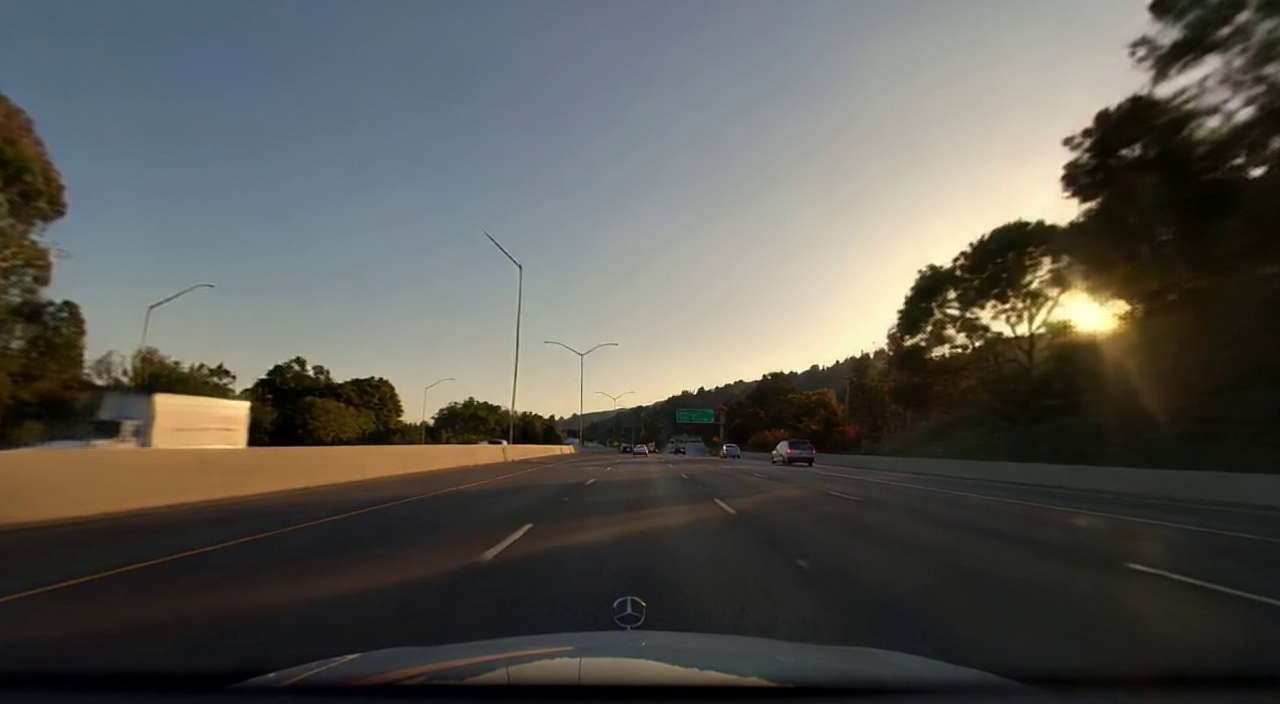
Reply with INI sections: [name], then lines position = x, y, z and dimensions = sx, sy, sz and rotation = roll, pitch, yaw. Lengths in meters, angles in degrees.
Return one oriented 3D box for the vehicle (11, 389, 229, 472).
[vehicle]
position = -25.208, 4.008, 31.531
dimensions = 2.936, 3.514, 9.249
rotation = 0, -8, 0
